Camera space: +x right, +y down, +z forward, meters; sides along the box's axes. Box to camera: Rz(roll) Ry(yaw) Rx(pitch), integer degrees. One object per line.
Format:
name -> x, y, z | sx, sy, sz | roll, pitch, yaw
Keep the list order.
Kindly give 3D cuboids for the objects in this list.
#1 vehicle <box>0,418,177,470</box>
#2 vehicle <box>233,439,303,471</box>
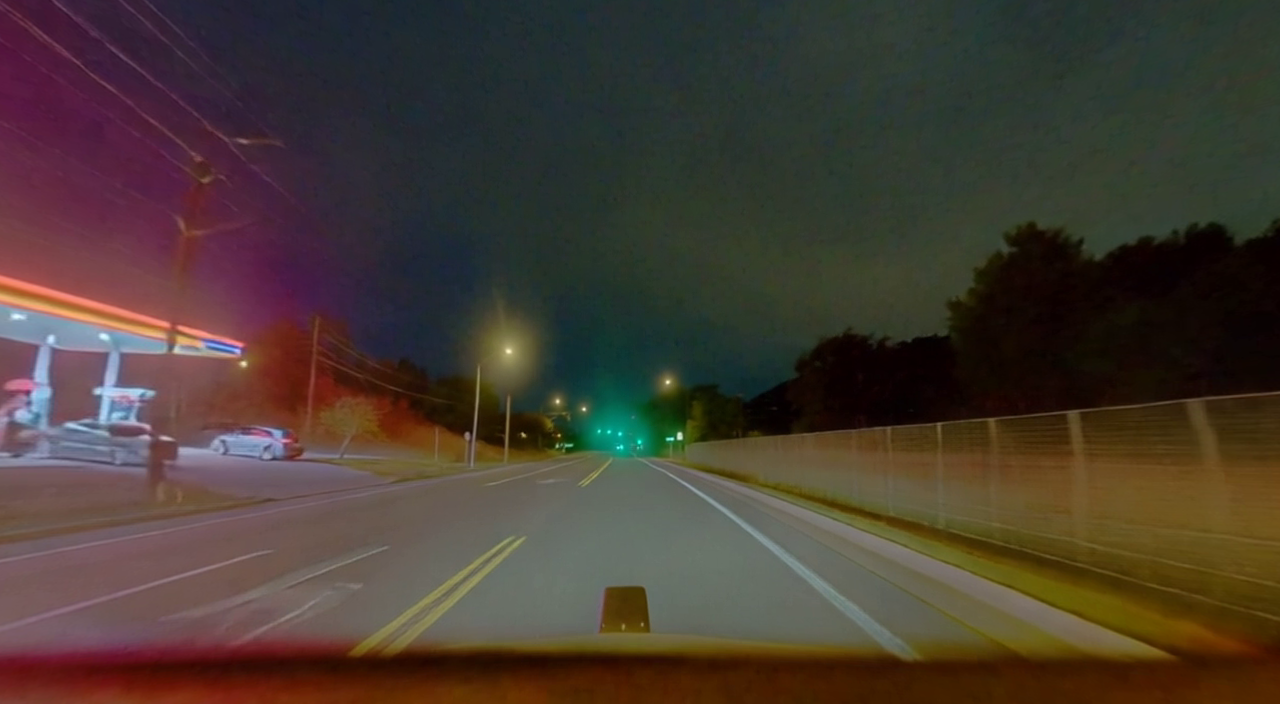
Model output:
vehicle -> -21.255, 3.572, 24.541 | 4.907, 1.827, 2.121 | 6, -10, -33
vehicle -> -18.741, 5.198, 31.980 | 1.885, 1.490, 4.474 | 3, -9, -16
